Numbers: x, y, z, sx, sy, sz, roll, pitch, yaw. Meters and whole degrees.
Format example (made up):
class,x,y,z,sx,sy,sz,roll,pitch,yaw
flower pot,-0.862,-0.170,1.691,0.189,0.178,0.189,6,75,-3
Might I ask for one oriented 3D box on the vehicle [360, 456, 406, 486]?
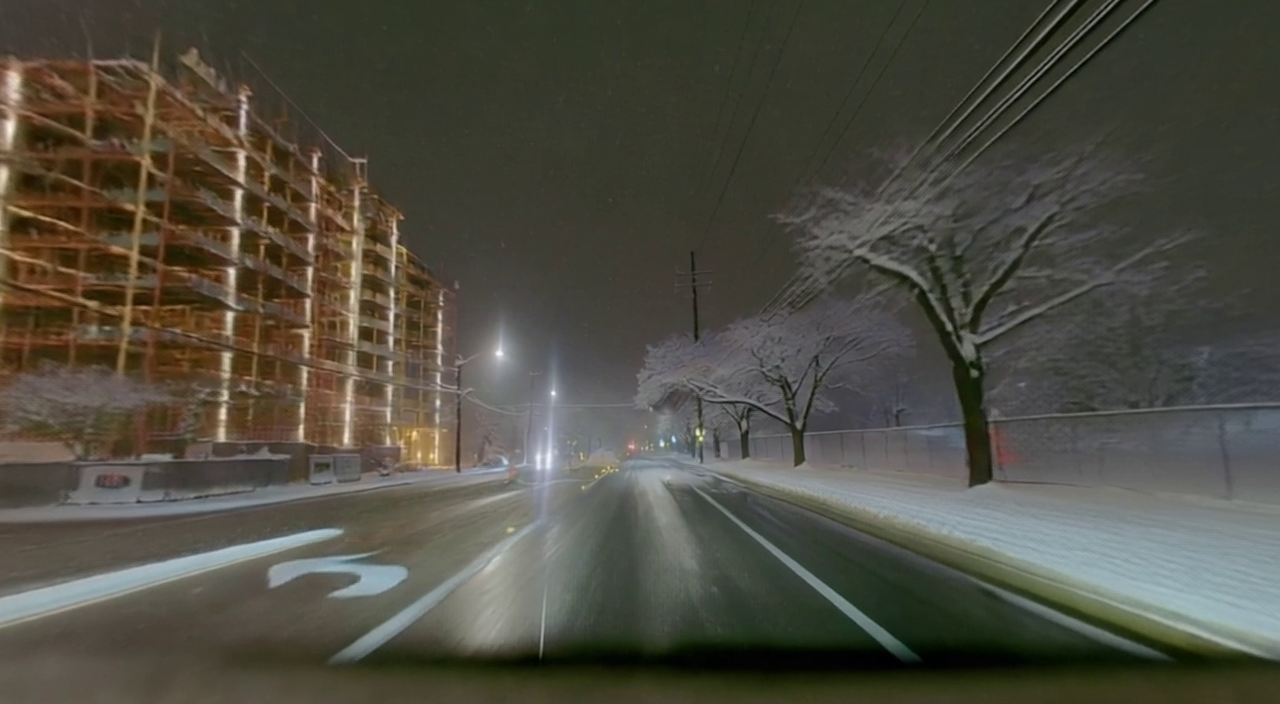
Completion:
class,x,y,z,sx,sy,sz,roll,pitch,yaw
vehicle,-15.645,7.168,38.245,2.002,1.683,4.664,5,-11,-28

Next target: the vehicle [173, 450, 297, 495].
class,x,y,z,sx,sy,sz,roll,pitch,yaw
vehicle,-20.300,6.032,31.748,4.712,1.927,2.237,-3,-10,0

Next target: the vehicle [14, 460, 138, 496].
class,x,y,z,sx,sy,sz,roll,pitch,yaw
vehicle,-26.386,5.887,29.560,3.998,1.574,1.889,0,-9,2
